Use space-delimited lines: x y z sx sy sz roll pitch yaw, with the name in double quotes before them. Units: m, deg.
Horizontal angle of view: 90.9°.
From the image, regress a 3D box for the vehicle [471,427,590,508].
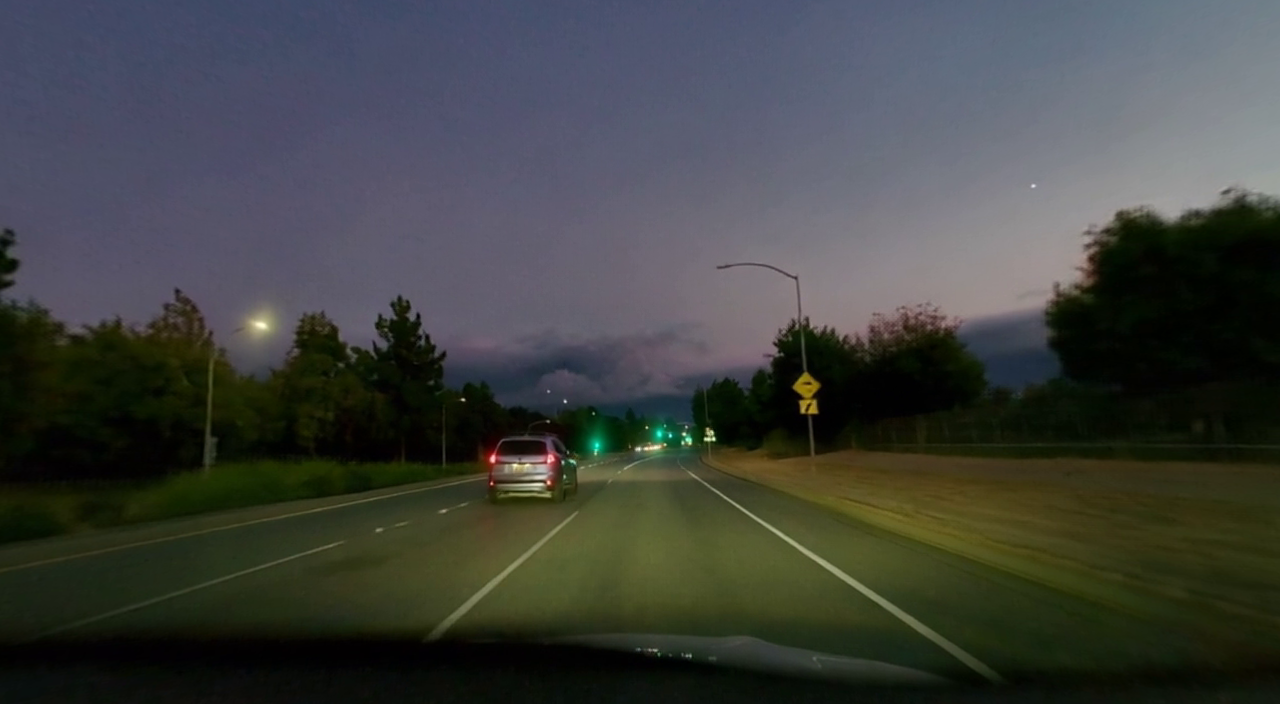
"vehicle" -2.728 3.030 17.024 2.160 1.855 4.695 -1 -8 3
